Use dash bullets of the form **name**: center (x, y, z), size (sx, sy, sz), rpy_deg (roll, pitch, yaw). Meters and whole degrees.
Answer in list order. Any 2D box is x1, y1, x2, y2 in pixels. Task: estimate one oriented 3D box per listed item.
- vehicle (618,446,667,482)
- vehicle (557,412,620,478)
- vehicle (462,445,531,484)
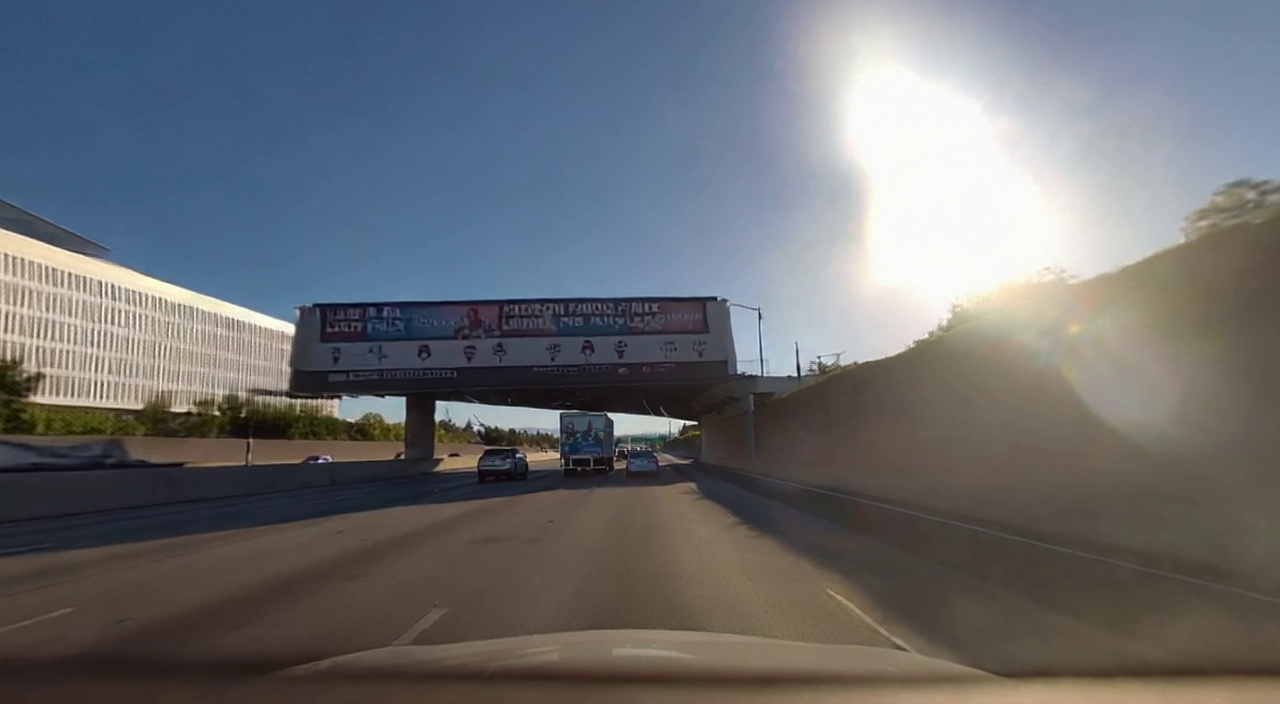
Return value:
- **vehicle**: center (0.106, 5.250, 29.752), size (2.168, 1.597, 3.615), rpy_deg (0, -9, 0)
- **vehicle**: center (-2.830, 5.546, 37.412), size (2.794, 3.460, 8.595), rpy_deg (0, -9, 1)
- **vehicle**: center (-6.550, 5.189, 29.337), size (2.124, 1.674, 4.541), rpy_deg (0, -9, 0)
